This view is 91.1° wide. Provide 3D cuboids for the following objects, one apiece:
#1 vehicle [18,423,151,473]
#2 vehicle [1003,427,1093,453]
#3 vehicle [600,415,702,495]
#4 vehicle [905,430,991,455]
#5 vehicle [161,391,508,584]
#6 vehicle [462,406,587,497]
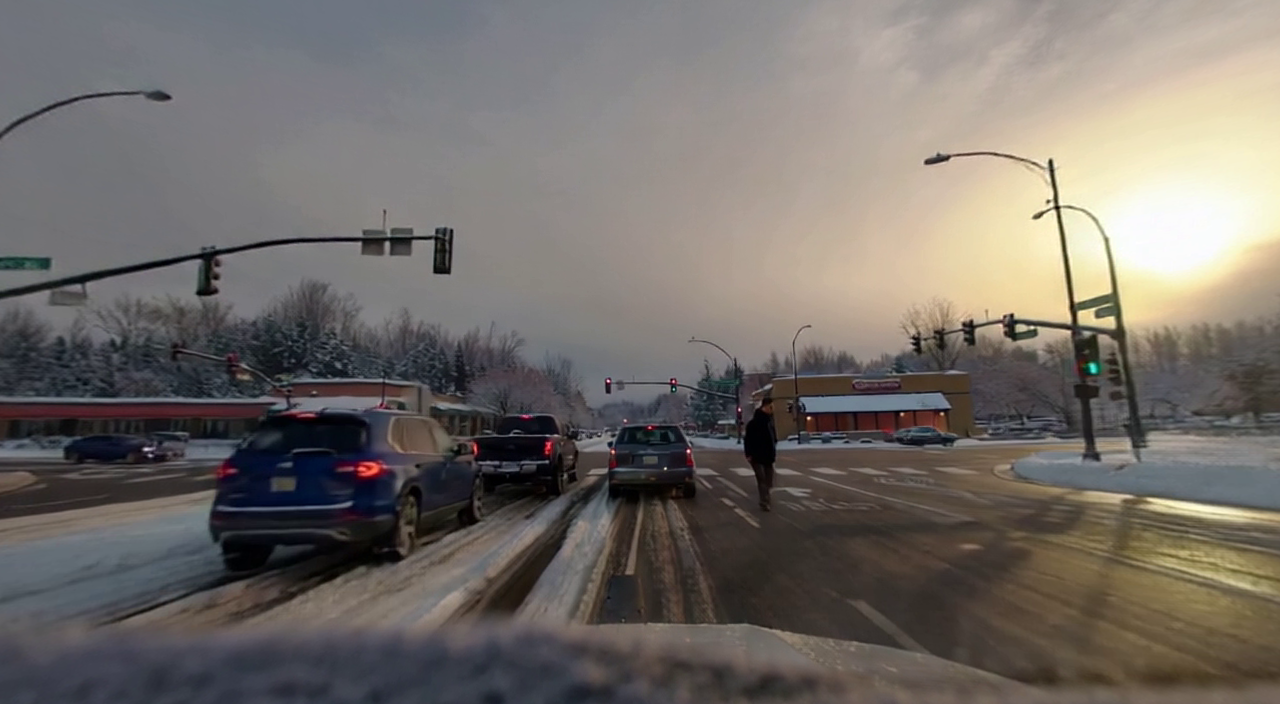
[{"bbox_3d":[-33.117,5.711,37.551,5.884,2.243,2.287,-6,-5,0],"label":"vehicle"},{"bbox_3d":[28.641,6.224,44.156,4.849,1.759,2.041,0,-8,-2],"label":"vehicle"},{"bbox_3d":[0.207,2.595,16.118,2.204,1.738,4.690,0,-8,-1],"label":"vehicle"},{"bbox_3d":[20.007,5.886,40.857,4.624,1.601,1.871,0,-8,-2],"label":"vehicle"},{"bbox_3d":[-3.213,1.533,7.901,2.006,1.707,4.448,0,-8,2],"label":"vehicle"},{"bbox_3d":[-2.653,2.478,15.822,2.220,1.926,4.870,0,-8,0],"label":"vehicle"}]
